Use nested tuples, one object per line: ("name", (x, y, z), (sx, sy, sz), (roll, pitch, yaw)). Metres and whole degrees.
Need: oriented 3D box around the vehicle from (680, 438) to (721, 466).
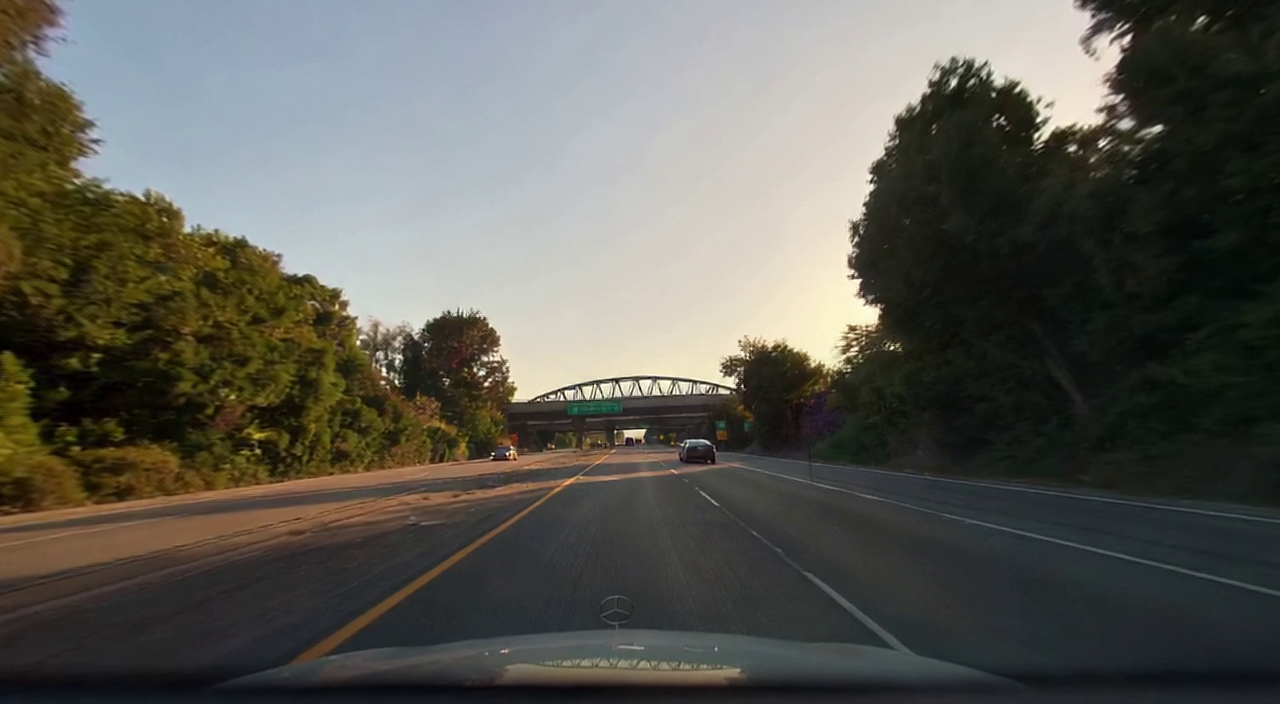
("vehicle", (3.278, 5.510, 34.820), (1.781, 1.470, 3.540), (0, -8, -2))
